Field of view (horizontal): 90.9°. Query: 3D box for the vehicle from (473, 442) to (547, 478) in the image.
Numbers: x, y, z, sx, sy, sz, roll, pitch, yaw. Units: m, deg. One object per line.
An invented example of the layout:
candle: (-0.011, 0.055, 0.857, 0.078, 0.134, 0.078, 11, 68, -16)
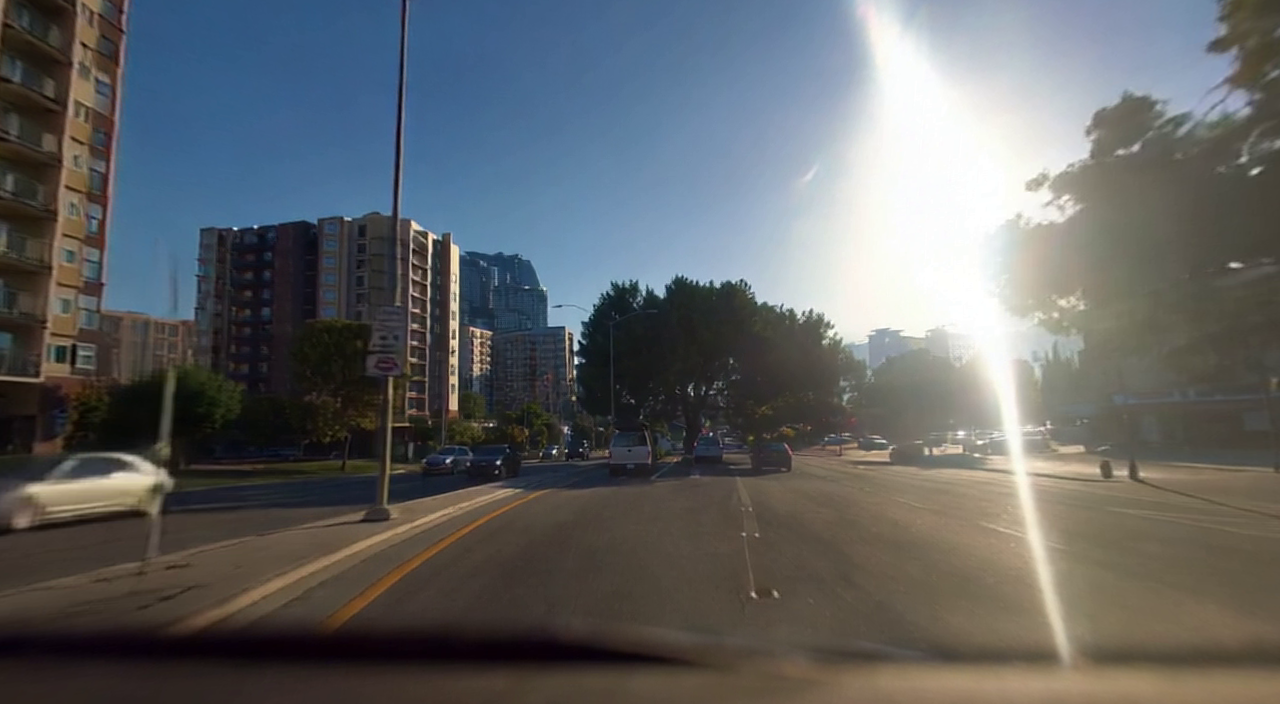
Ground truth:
vehicle: (-5.645, 4.716, 27.938, 1.955, 1.460, 4.434, -1, -8, 5)

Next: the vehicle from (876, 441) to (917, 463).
vehicle: (18.534, 7.215, 45.669, 1.706, 1.474, 3.761, -1, -8, 6)

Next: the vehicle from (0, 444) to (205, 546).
vehicle: (-10.401, 2.395, 11.134, 1.965, 1.486, 4.494, -1, -8, 5)

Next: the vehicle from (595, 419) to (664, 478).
vehicle: (-0.292, 3.877, 25.474, 2.396, 2.143, 4.824, -1, -8, 4)

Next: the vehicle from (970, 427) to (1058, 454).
vehicle: (27.730, 6.588, 46.949, 5.050, 1.756, 2.206, -3, -9, 8)

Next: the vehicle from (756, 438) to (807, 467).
vehicle: (7.706, 5.511, 34.712, 2.075, 1.486, 4.316, -1, -8, 4)

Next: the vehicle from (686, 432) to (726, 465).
vehicle: (4.021, 5.837, 38.310, 2.222, 1.841, 4.031, -1, -8, 6)
